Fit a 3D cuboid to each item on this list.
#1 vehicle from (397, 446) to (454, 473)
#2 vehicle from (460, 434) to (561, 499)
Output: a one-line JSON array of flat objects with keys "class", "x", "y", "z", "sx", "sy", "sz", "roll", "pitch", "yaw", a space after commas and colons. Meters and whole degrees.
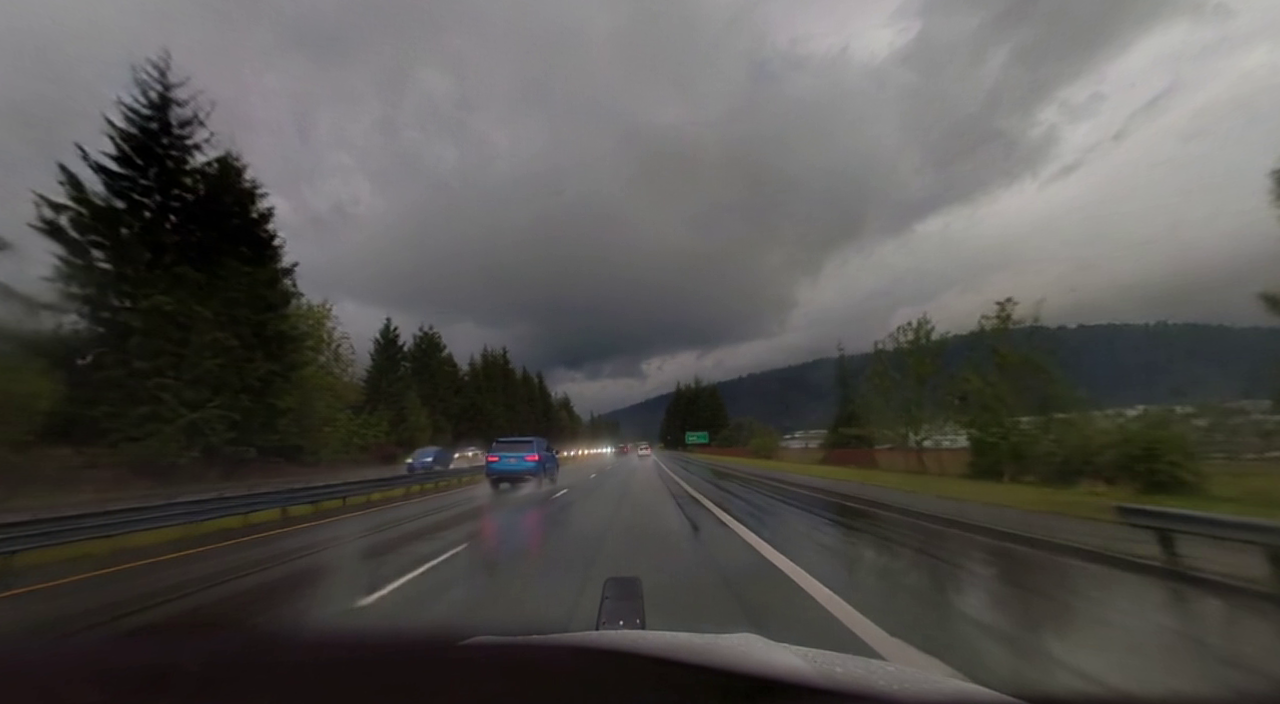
[{"class": "vehicle", "x": -12.714, "y": 6.362, "z": 37.644, "sx": 1.882, "sy": 1.482, "sz": 4.100, "roll": 0, "pitch": -9, "yaw": 1}, {"class": "vehicle", "x": -3.800, "y": 3.454, "z": 19.468, "sx": 2.110, "sy": 1.727, "sz": 4.607, "roll": 0, "pitch": -9, "yaw": 1}]
